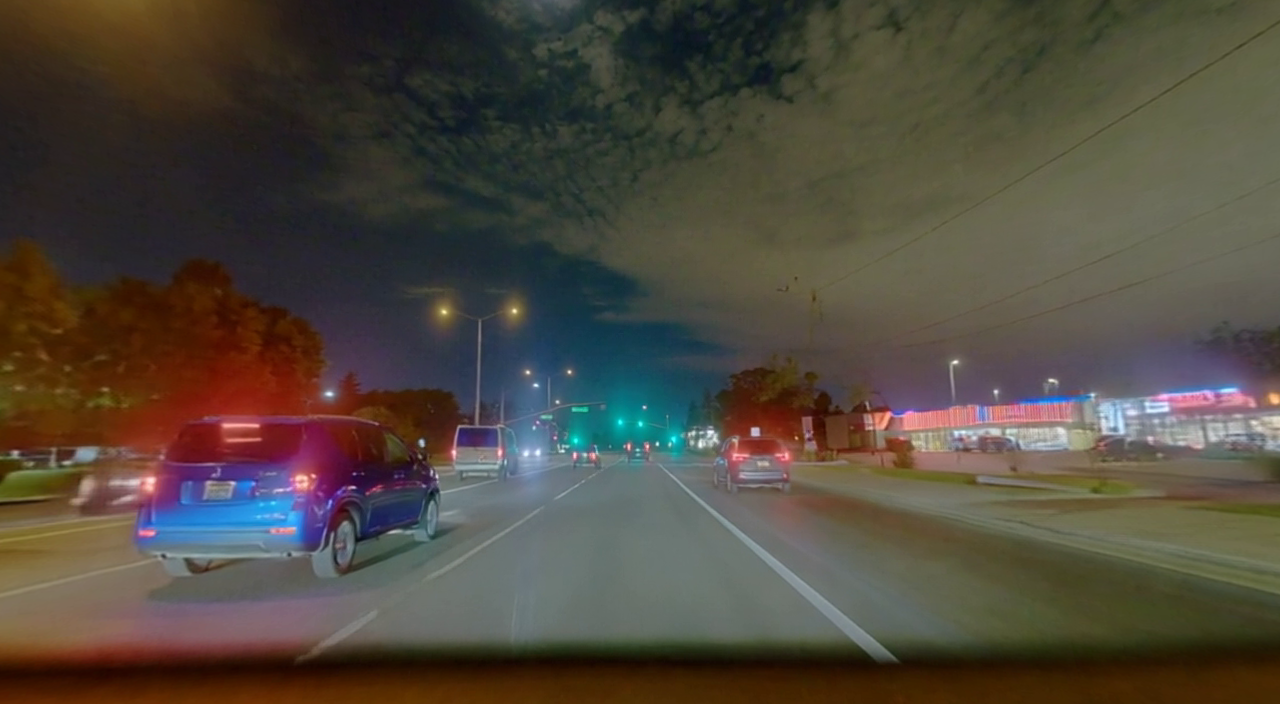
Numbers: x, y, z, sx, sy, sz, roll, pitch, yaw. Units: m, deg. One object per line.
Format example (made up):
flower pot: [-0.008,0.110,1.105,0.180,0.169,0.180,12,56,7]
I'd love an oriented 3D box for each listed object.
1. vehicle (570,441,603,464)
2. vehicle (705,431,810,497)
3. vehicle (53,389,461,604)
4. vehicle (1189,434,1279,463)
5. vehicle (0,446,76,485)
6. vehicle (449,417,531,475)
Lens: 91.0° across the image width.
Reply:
vehicle: [-4.091,7.855,49.207,2.133,1.677,4.727,0,-9,1]
vehicle: [3.457,3.422,19.586,2.167,1.792,4.835,0,-9,-2]
vehicle: [-3.774,1.512,7.400,2.038,1.748,4.303,0,-9,0]
vehicle: [38.875,6.250,40.647,2.009,1.754,4.928,1,-9,-7]
vehicle: [-30.169,5.327,29.829,4.590,1.757,2.157,0,-9,-2]
vehicle: [-7.391,4.778,31.949,2.863,2.592,6.410,1,-9,-3]
